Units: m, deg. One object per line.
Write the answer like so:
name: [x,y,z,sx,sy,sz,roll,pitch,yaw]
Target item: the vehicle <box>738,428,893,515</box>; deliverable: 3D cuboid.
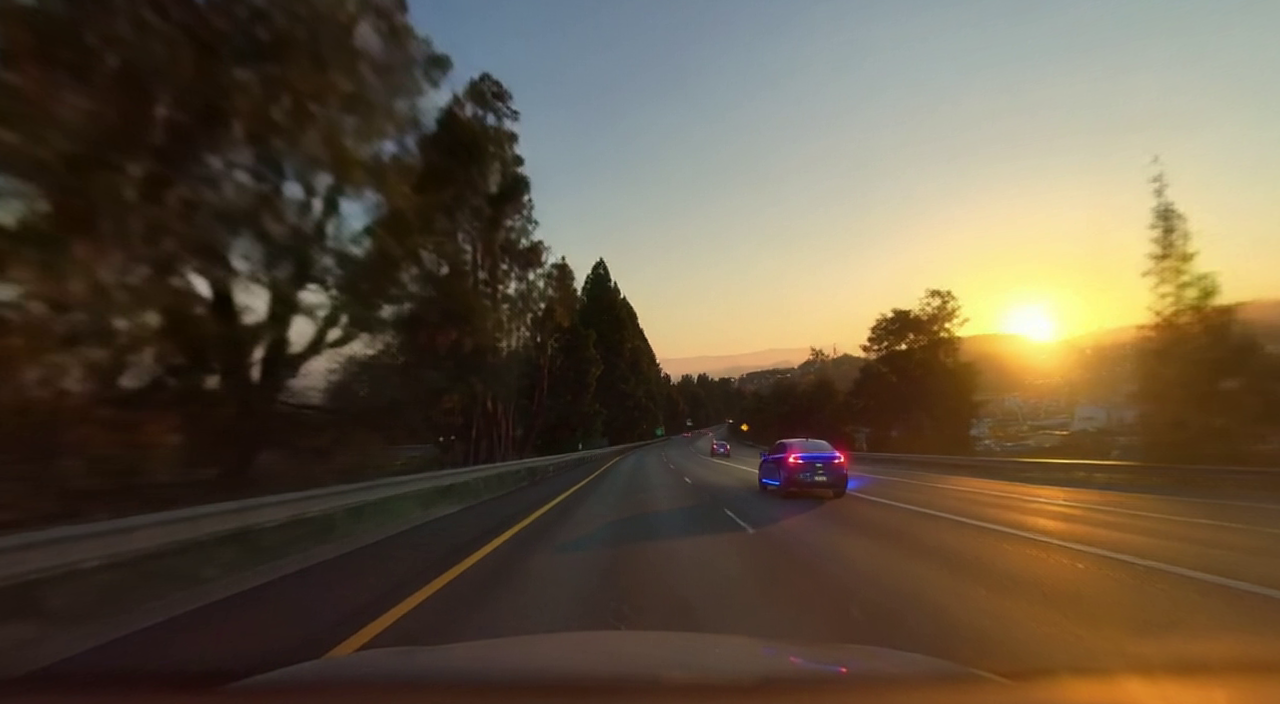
vehicle: [3.513,2.490,13.630,2.050,1.546,4.344,0,-8,-1]
